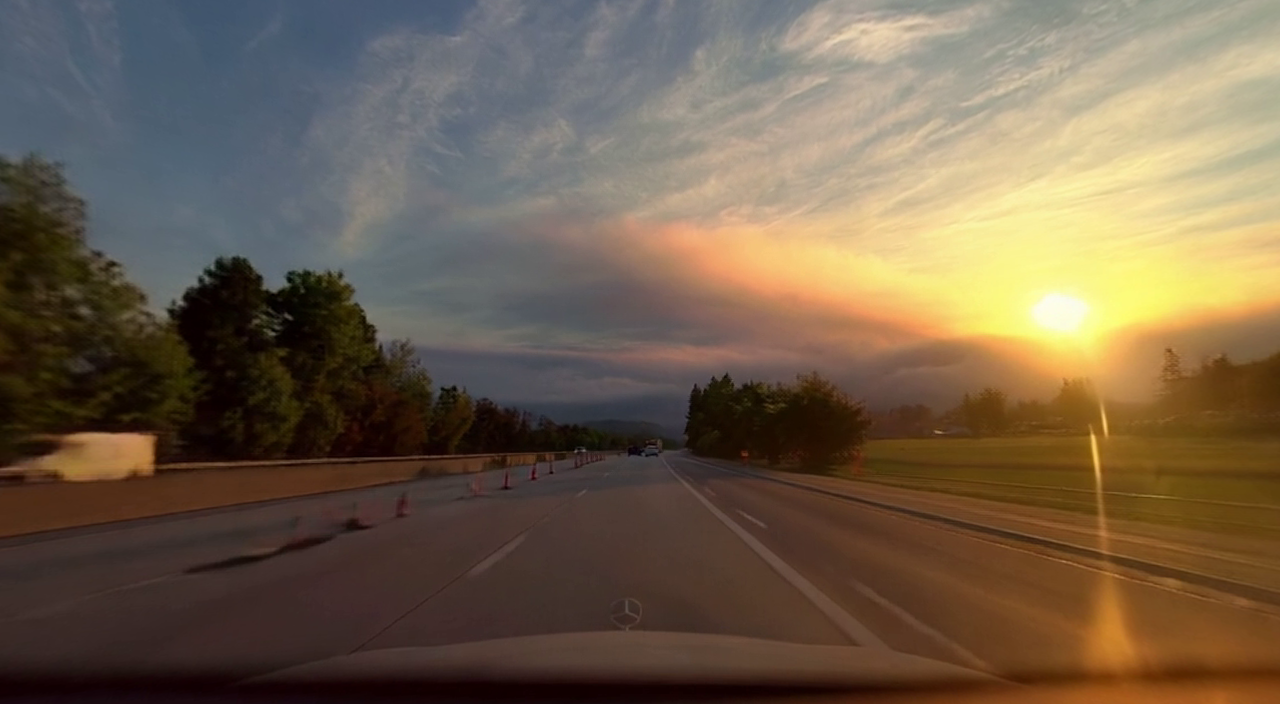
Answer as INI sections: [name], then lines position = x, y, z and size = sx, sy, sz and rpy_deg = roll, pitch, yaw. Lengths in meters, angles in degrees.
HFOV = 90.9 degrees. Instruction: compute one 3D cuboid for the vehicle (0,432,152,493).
[vehicle]
position = -20.513, 3.883, 22.436
size = 2.098, 1.880, 5.117
rpy_deg = 0, -9, 1
